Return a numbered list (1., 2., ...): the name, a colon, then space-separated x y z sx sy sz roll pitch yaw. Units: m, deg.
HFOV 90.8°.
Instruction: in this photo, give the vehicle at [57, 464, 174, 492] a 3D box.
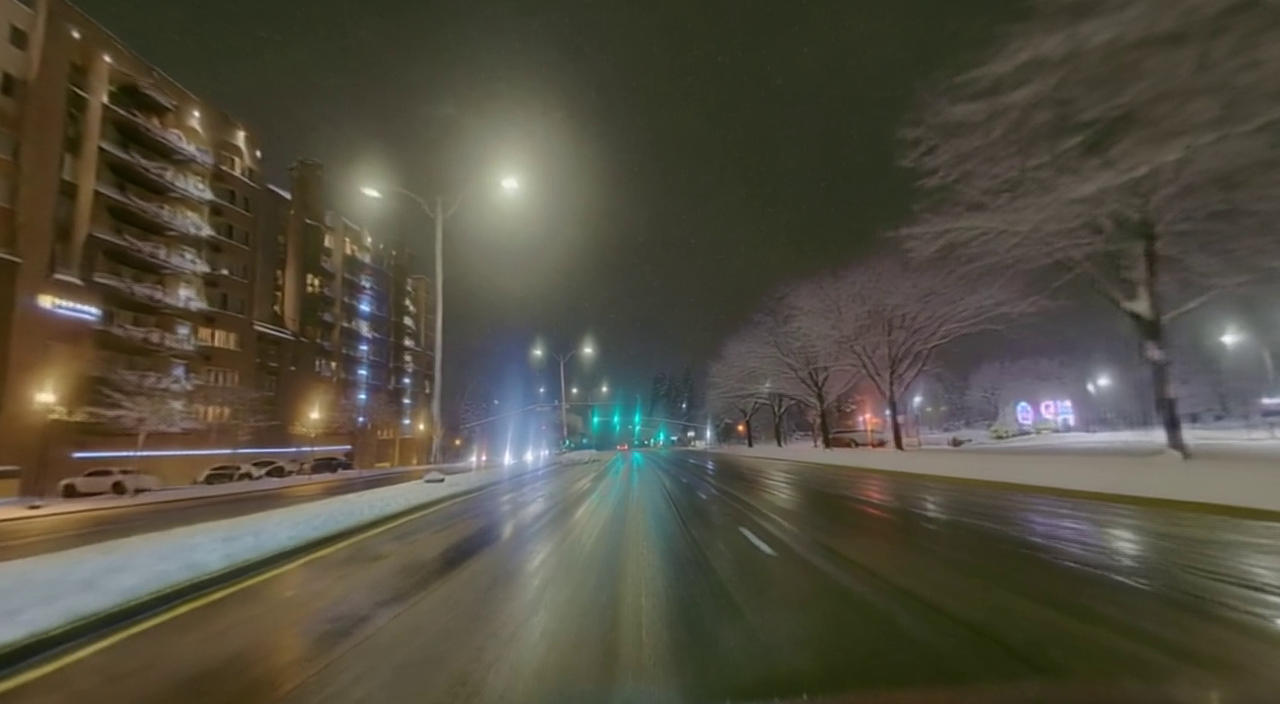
1. vehicle: -30.128 7.234 36.402 4.851 1.519 2.112 0 -8 1
